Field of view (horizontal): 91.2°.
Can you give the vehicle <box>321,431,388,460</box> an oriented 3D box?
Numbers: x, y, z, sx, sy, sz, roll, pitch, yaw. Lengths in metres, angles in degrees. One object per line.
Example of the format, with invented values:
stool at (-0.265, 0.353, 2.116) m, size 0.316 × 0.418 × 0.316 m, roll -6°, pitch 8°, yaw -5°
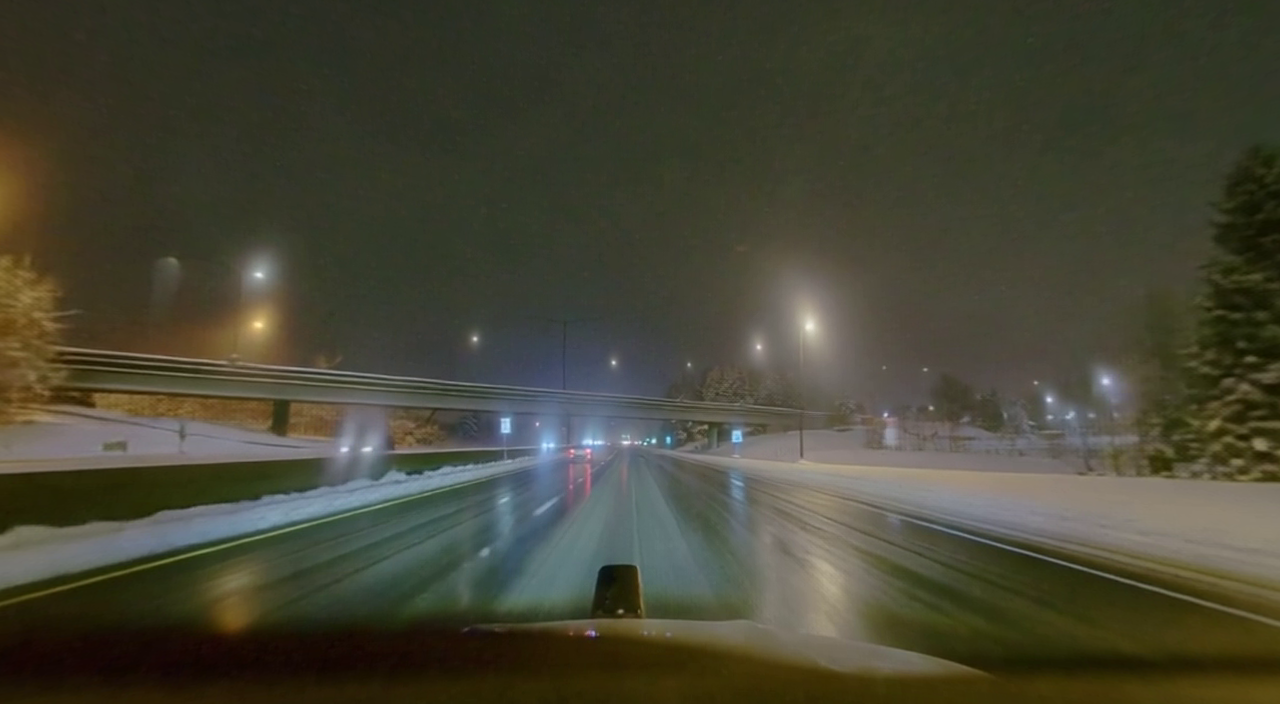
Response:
vehicle at (-16.504, 5.443, 36.447) m, size 1.978 × 1.530 × 4.057 m, roll 0°, pitch -9°, yaw -1°
